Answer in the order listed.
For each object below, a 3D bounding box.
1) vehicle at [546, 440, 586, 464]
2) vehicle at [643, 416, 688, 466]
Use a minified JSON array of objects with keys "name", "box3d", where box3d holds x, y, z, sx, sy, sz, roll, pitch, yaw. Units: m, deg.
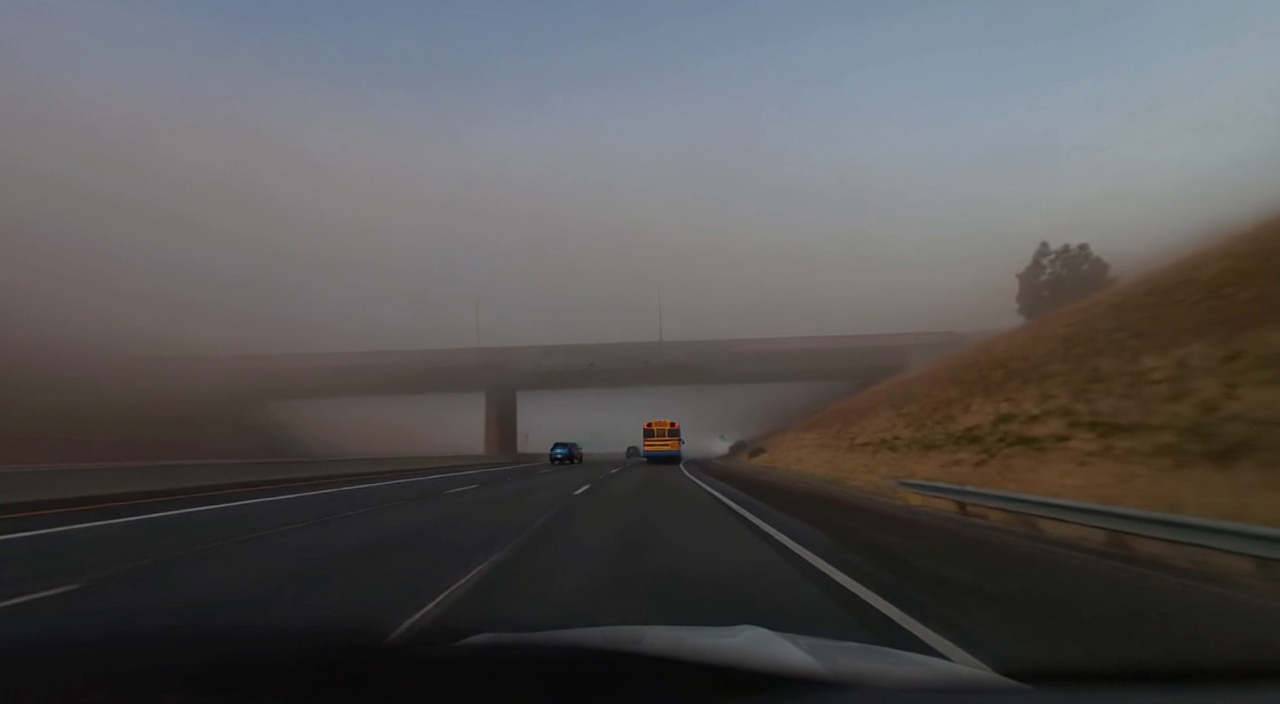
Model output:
[{"name":"vehicle","box3d":[-5.508,7.504,47.566,2.172,1.689,4.625,-1,-8,5]},{"name":"vehicle","box3d":[1.990,6.638,47.062,2.945,3.295,10.406,0,-8,3]}]
